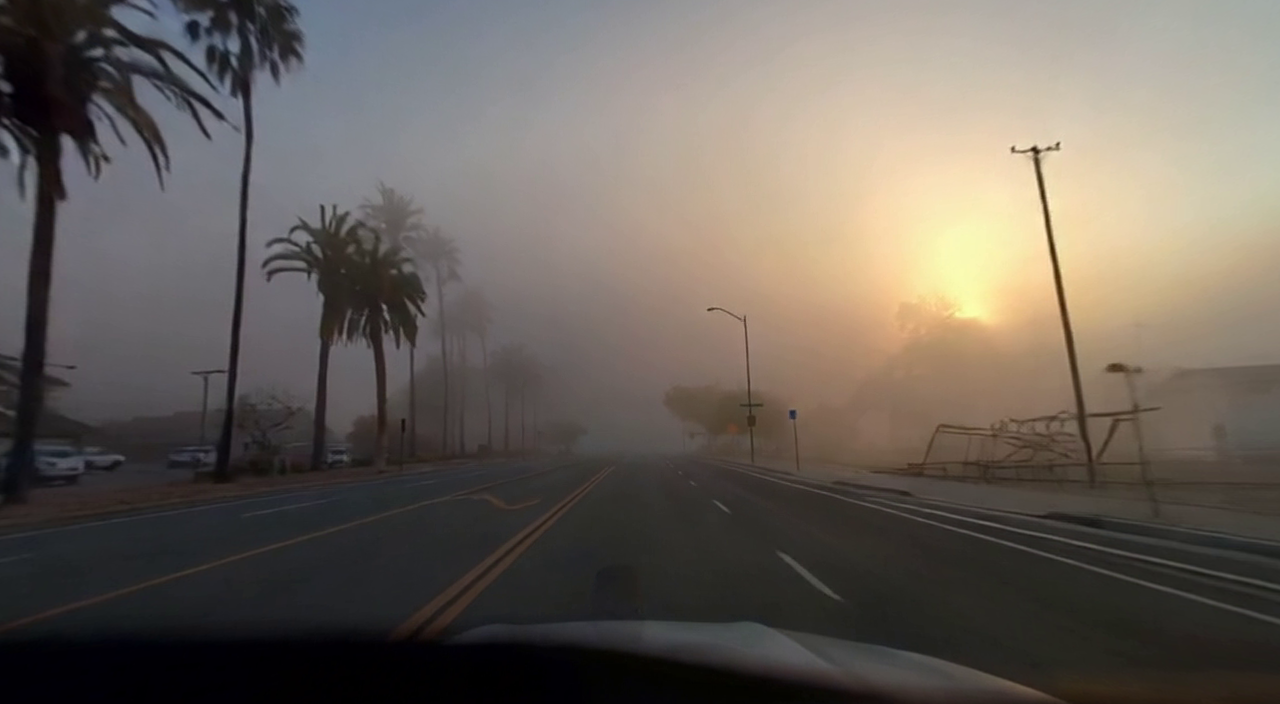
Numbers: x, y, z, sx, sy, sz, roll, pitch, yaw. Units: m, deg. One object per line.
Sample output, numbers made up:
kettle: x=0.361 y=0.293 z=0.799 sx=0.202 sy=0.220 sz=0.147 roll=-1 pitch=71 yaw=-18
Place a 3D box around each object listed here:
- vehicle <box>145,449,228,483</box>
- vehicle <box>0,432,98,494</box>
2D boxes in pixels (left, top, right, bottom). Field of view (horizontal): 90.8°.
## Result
vehicle: x=-26.054 y=6.564 z=36.263 sx=4.546 sy=1.479 sz=2.103 roll=-9 pitch=-8 yaw=28
vehicle: x=-31.565 y=5.796 z=33.756 sx=3.668 sy=2.687 sz=5.473 roll=0 pitch=-6 yaw=-43
